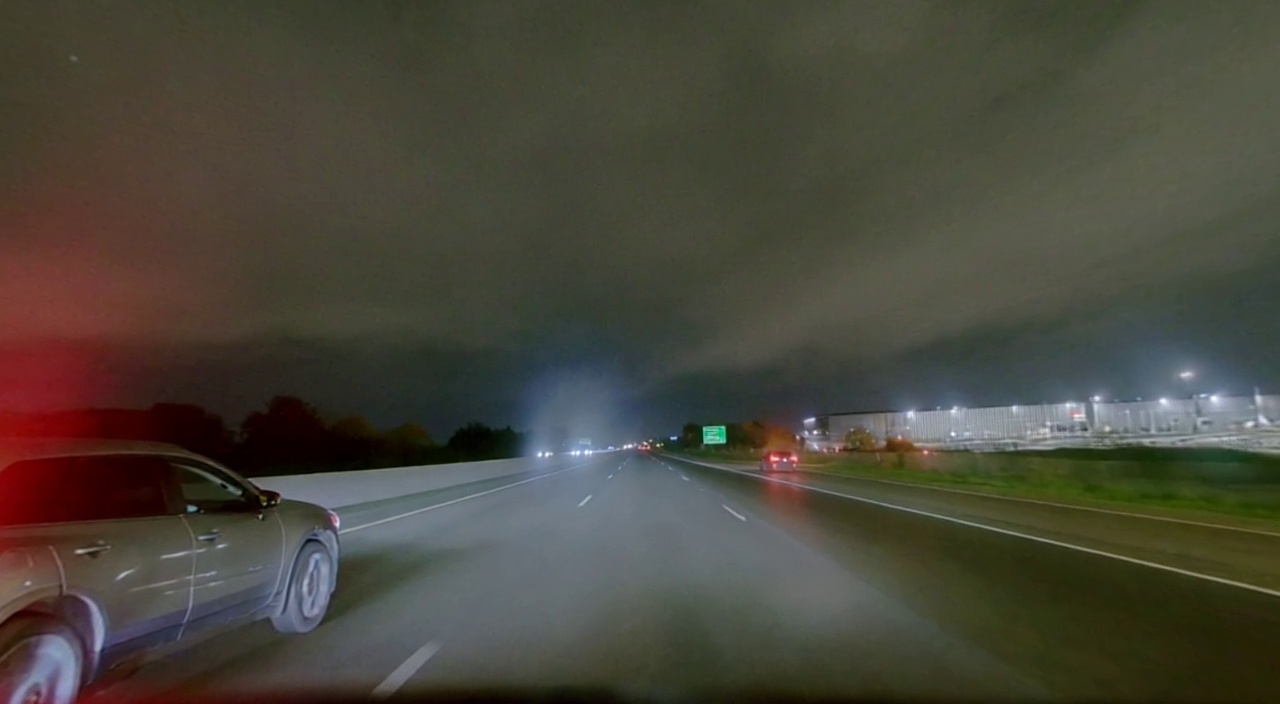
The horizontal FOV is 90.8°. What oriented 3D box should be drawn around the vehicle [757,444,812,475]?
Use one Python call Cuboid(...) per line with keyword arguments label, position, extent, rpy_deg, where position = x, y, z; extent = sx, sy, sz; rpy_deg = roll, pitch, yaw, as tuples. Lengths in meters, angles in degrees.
Cuboid(label="vehicle", position=(7.650, 5.720, 33.706), extent=(1.923, 1.516, 3.815), rpy_deg=(0, -9, -2))
